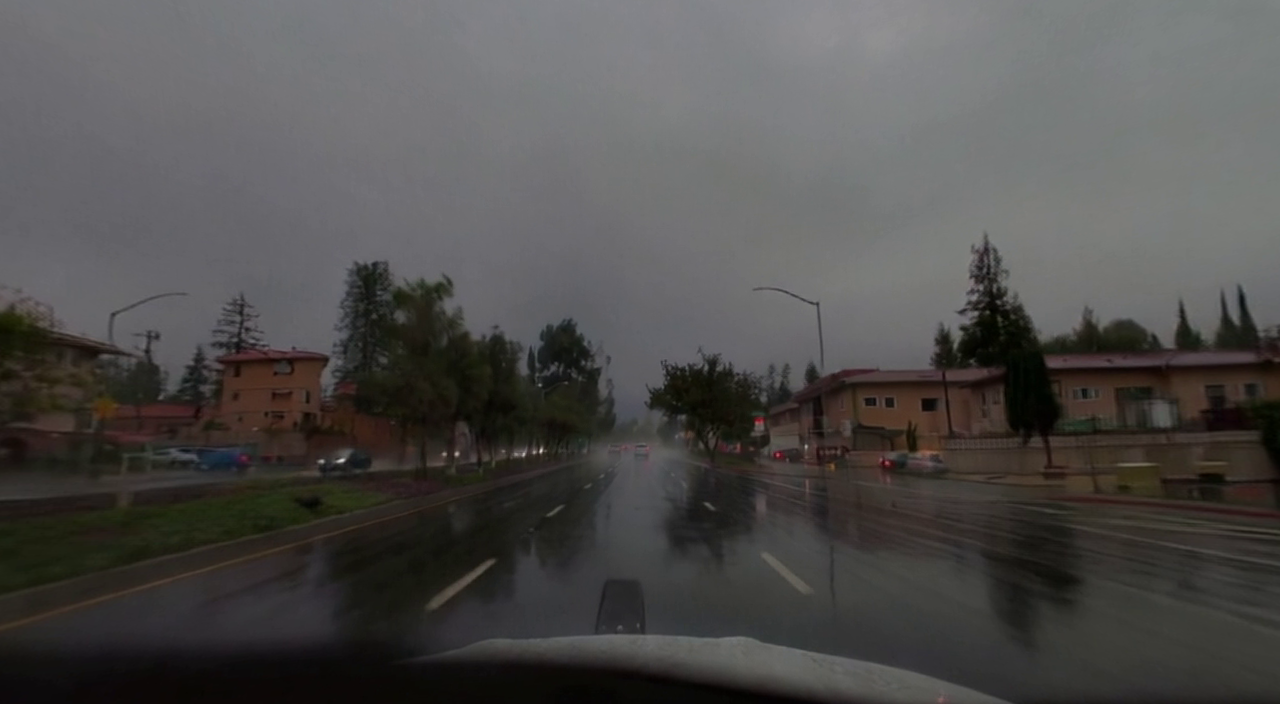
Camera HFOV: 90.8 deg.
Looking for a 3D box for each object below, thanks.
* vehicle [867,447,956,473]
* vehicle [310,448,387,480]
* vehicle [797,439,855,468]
[{"bbox_3d":[16.069,6.363,37.610,1.826,1.420,4.533,5,-10,-32],"label":"vehicle"},{"bbox_3d":[-14.797,5.681,32.309,1.929,1.506,4.125,0,-8,0],"label":"vehicle"},{"bbox_3d":[13.258,7.271,45.427,2.047,1.950,5.112,1,-9,-8],"label":"vehicle"}]
